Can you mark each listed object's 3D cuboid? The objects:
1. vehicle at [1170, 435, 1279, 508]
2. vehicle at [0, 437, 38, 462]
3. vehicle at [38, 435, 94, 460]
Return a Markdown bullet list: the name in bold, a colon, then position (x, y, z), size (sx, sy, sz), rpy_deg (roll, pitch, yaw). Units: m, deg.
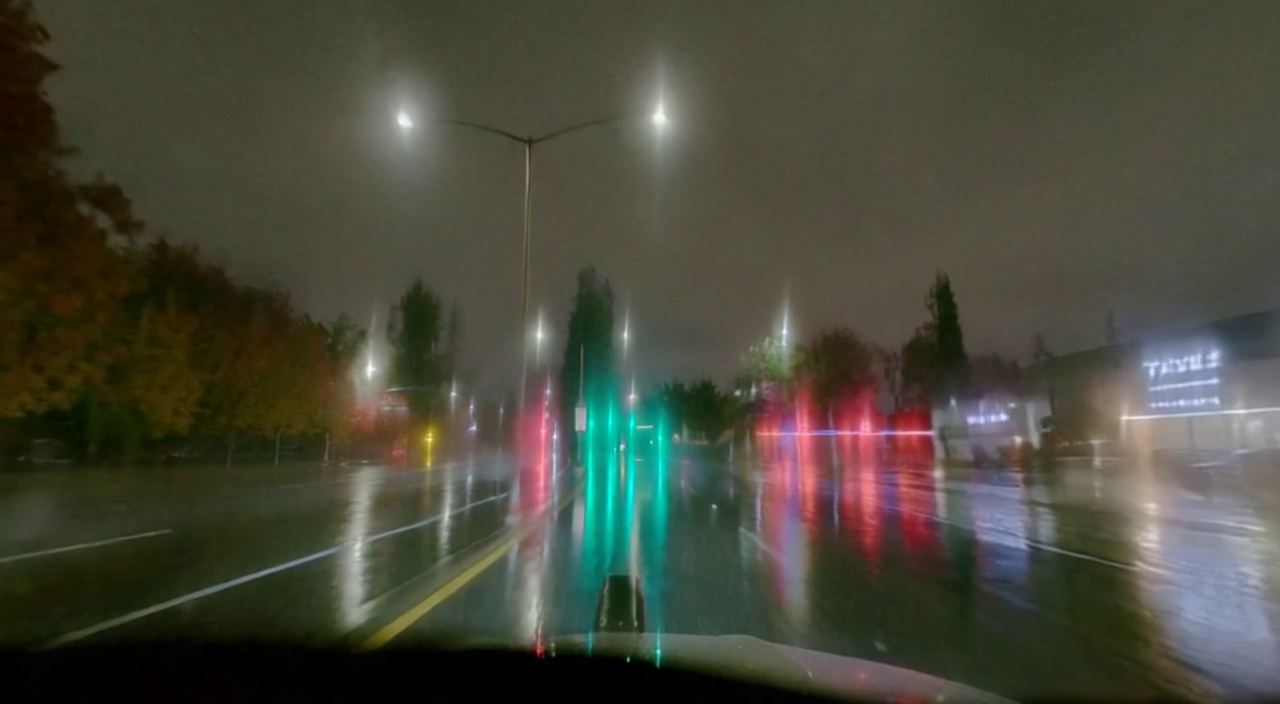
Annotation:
- **vehicle**: position (17.661, 3.206, 17.253), size (4.660, 1.814, 2.099), rpy_deg (1, -9, -7)
- **vehicle**: position (-36.241, 5.552, 36.000), size (1.655, 1.387, 3.758), rpy_deg (4, -10, -26)
- **vehicle**: position (-33.720, 5.596, 37.193), size (1.727, 1.383, 3.557), rpy_deg (4, -10, -32)
